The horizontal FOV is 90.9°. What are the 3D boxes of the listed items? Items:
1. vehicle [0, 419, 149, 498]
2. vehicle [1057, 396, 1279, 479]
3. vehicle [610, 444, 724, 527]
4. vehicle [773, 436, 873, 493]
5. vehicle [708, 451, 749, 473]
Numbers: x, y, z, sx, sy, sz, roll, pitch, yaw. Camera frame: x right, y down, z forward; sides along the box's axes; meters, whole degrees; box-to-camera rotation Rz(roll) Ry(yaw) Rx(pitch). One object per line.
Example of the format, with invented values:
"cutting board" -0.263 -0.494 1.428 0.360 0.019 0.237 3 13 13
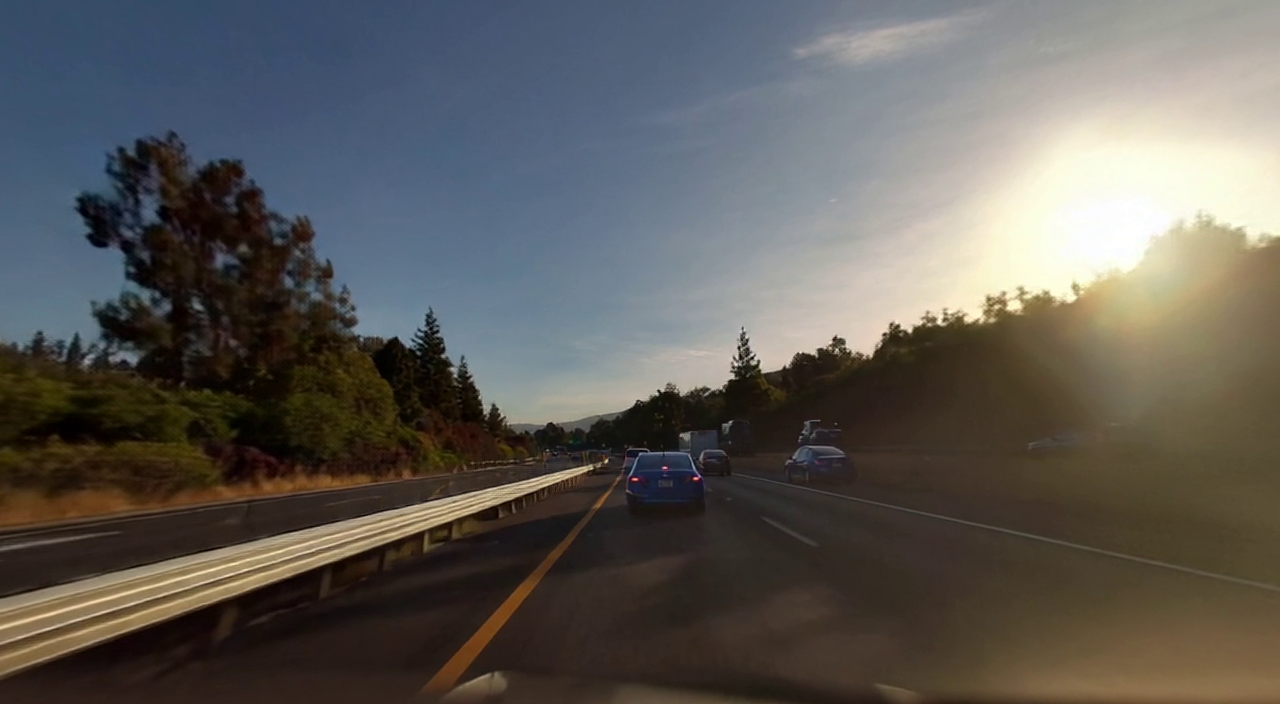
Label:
"vehicle" -33.395 6.174 36.871 2.902 3.981 7.819 -3 -8 0
"vehicle" 31.689 5.249 37.472 2.822 3.996 14.073 1 -9 -7
"vehicle" 0.476 2.737 13.449 2.076 1.485 3.774 0 -9 0
"vehicle" 6.449 4.028 22.837 2.177 1.827 4.565 0 -9 -1
"vehicle" 6.017 7.548 43.391 2.015 1.454 4.324 0 -9 -2
